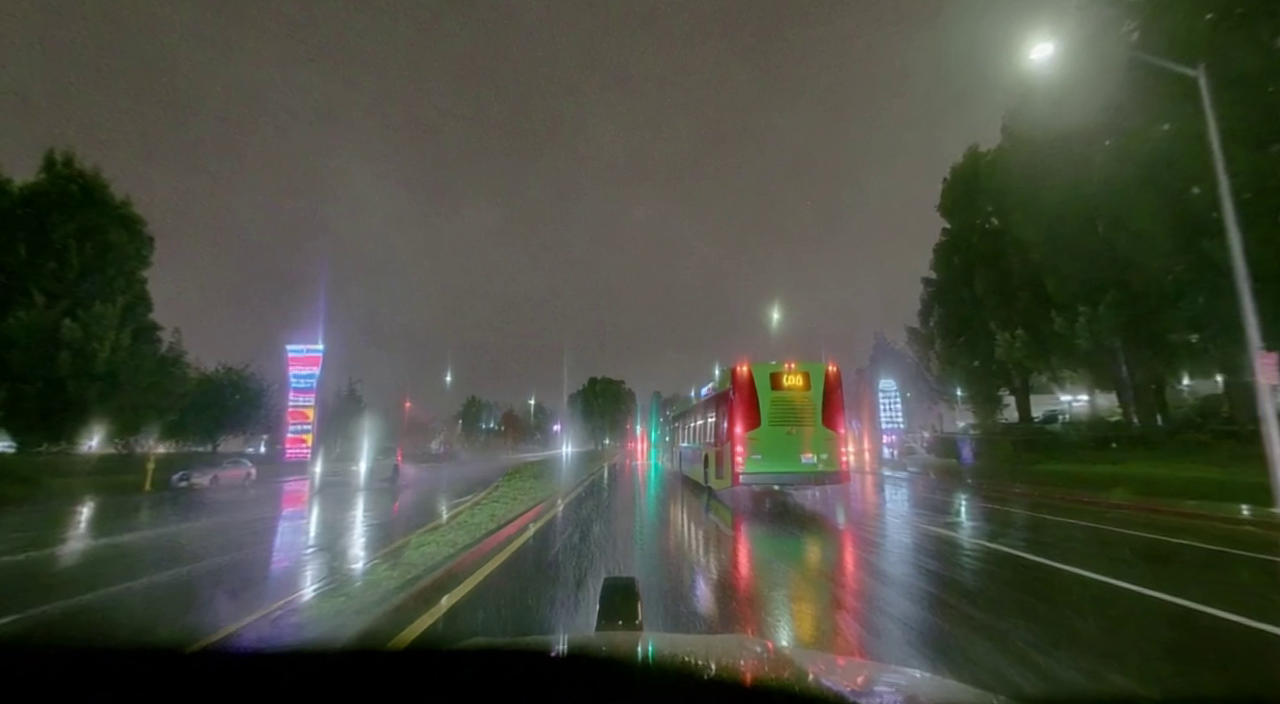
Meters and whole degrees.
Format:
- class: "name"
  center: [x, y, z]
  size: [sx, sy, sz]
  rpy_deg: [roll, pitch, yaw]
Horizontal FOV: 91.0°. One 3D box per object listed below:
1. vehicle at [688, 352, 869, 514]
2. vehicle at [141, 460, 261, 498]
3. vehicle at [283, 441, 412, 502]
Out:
- class: "vehicle"
  center: [3.170, 2.305, 17.550]
  size: [2.766, 3.306, 9.281]
  rpy_deg: [0, -8, -1]
- class: "vehicle"
  center: [-19.590, 5.660, 28.389]
  size: [1.953, 1.454, 4.693]
  rpy_deg: [0, -8, 1]
- class: "vehicle"
  center: [-8.971, 3.659, 19.799]
  size: [2.170, 1.657, 4.327]
  rpy_deg: [0, -8, -4]
